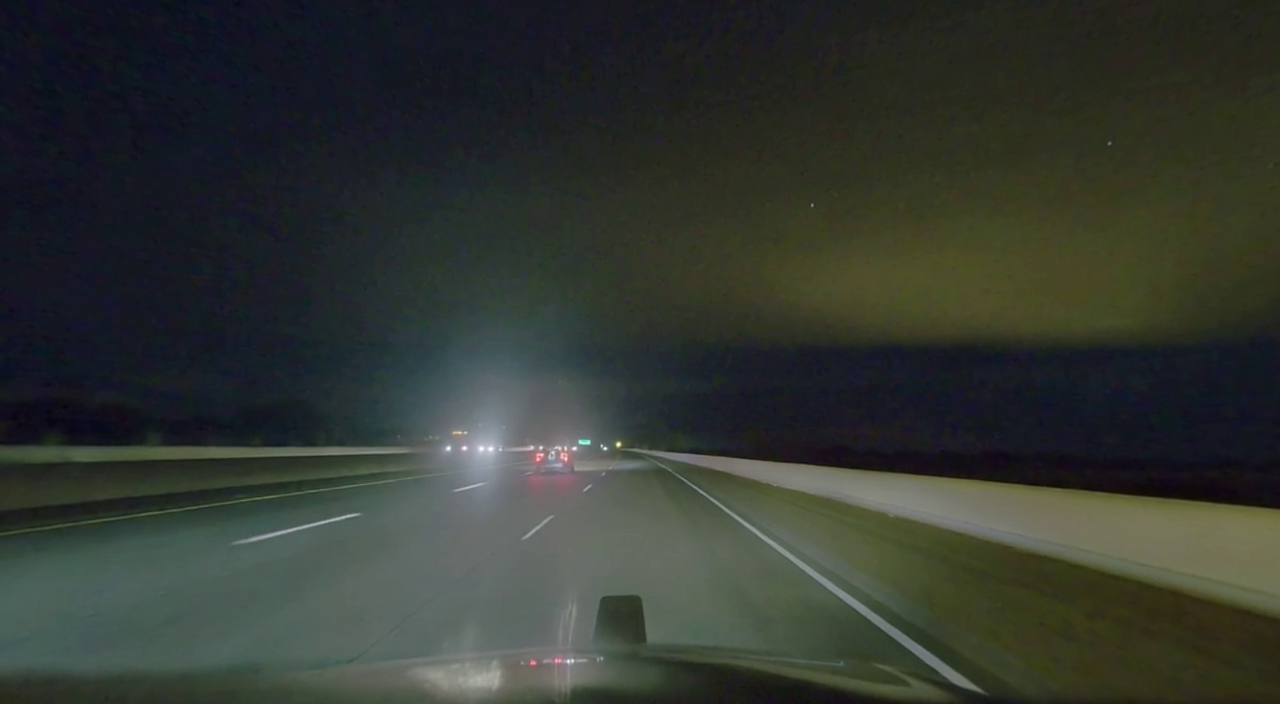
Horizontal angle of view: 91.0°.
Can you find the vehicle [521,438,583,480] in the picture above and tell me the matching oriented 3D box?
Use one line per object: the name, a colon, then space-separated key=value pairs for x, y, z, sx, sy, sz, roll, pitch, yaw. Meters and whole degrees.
vehicle: x=-3.879 y=4.814 z=28.553 sx=2.133 sy=1.683 sz=4.340 roll=1 pitch=-9 yaw=0
